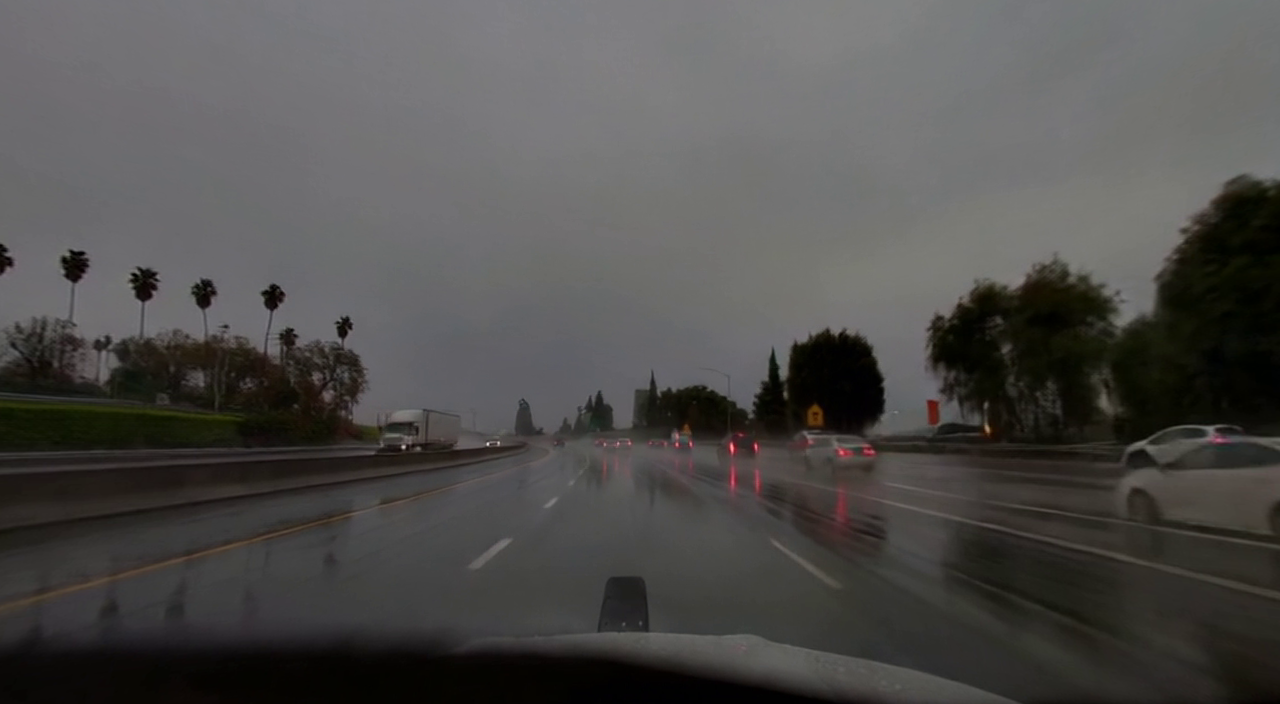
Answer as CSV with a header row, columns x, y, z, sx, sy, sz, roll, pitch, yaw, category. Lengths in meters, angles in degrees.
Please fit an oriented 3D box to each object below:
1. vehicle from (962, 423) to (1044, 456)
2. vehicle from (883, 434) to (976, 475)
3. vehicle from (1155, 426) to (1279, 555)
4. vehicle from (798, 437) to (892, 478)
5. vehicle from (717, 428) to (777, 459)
x,y,z,sx,sy,sz,roll,pitch,yaw,category
22.976,5.604,40.185,2.085,1.989,4.825,0,-8,-3,vehicle
12.398,4.405,27.280,1.864,1.574,4.059,0,-8,-4,vehicle
8.455,1.506,6.656,2.092,1.478,4.647,0,-8,0,vehicle
8.094,4.201,25.395,2.080,1.457,4.404,0,-8,-4,vehicle
7.255,6.349,43.661,2.622,1.977,6.537,0,-8,-4,vehicle
